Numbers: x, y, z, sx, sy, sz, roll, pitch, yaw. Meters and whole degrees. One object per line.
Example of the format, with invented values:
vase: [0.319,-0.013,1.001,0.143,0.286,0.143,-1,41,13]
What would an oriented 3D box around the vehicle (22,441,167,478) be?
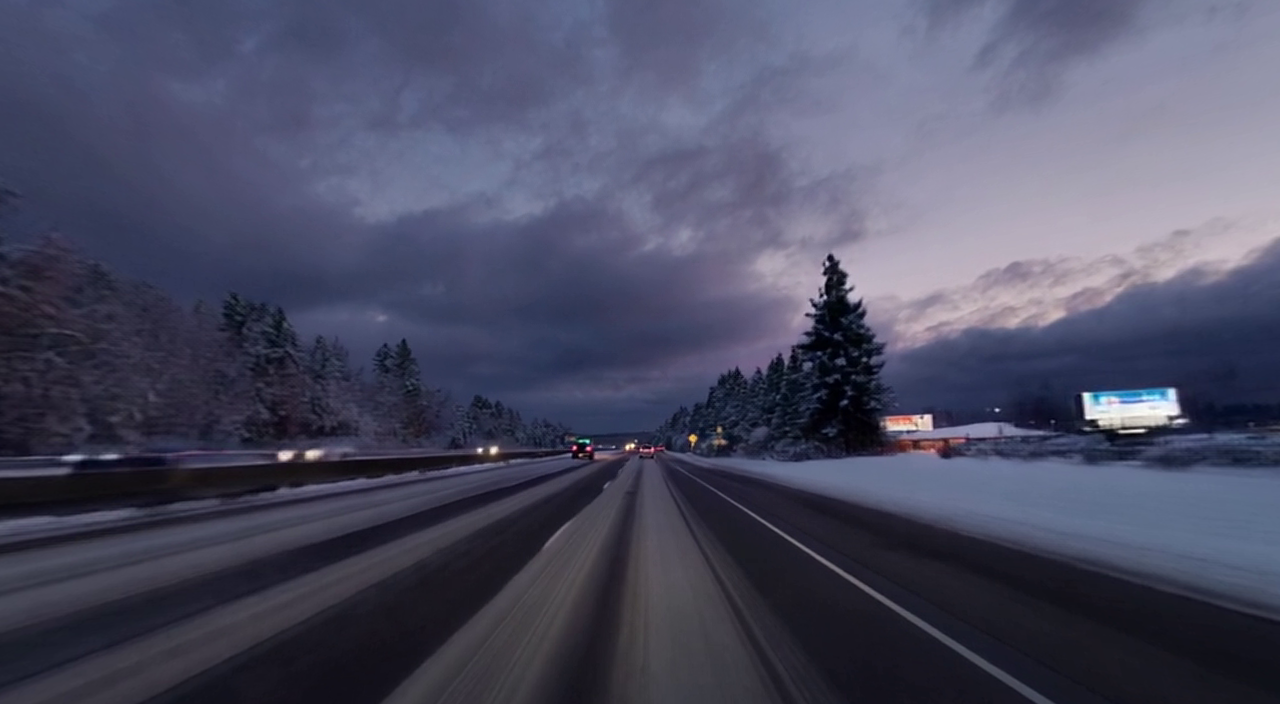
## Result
vehicle: [-25.036,4.940,29.272,2.061,1.561,5.097,0,-9,2]

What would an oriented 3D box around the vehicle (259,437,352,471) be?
vehicle: [-17.557,5.389,33.435,2.200,1.627,4.900,0,-9,0]
